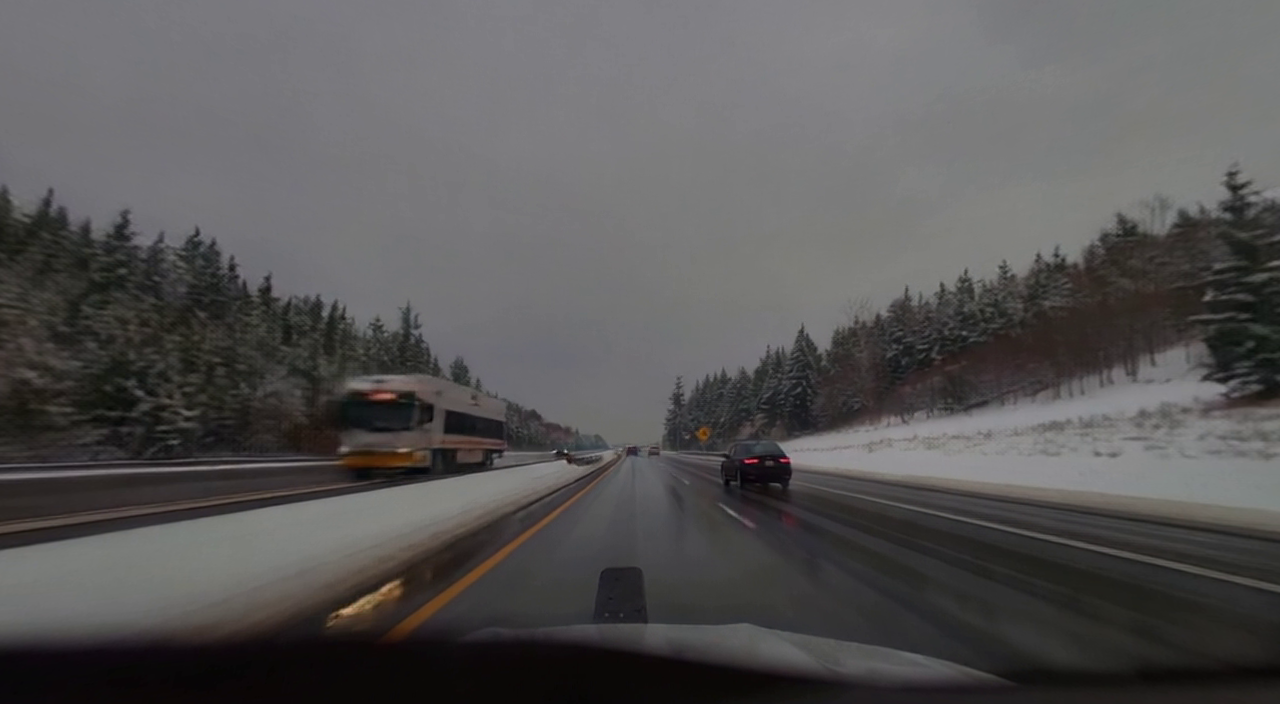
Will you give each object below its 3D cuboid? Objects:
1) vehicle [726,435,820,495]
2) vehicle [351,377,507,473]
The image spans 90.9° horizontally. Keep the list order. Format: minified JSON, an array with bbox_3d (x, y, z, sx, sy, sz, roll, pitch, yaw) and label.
[{"bbox_3d":[4.084,3.561,20.175,1.933,1.663,4.440,0,-9,-1],"label":"vehicle"},{"bbox_3d":[-9.409,3.774,30.616,3.048,3.633,13.591,0,-9,-1],"label":"vehicle"}]
